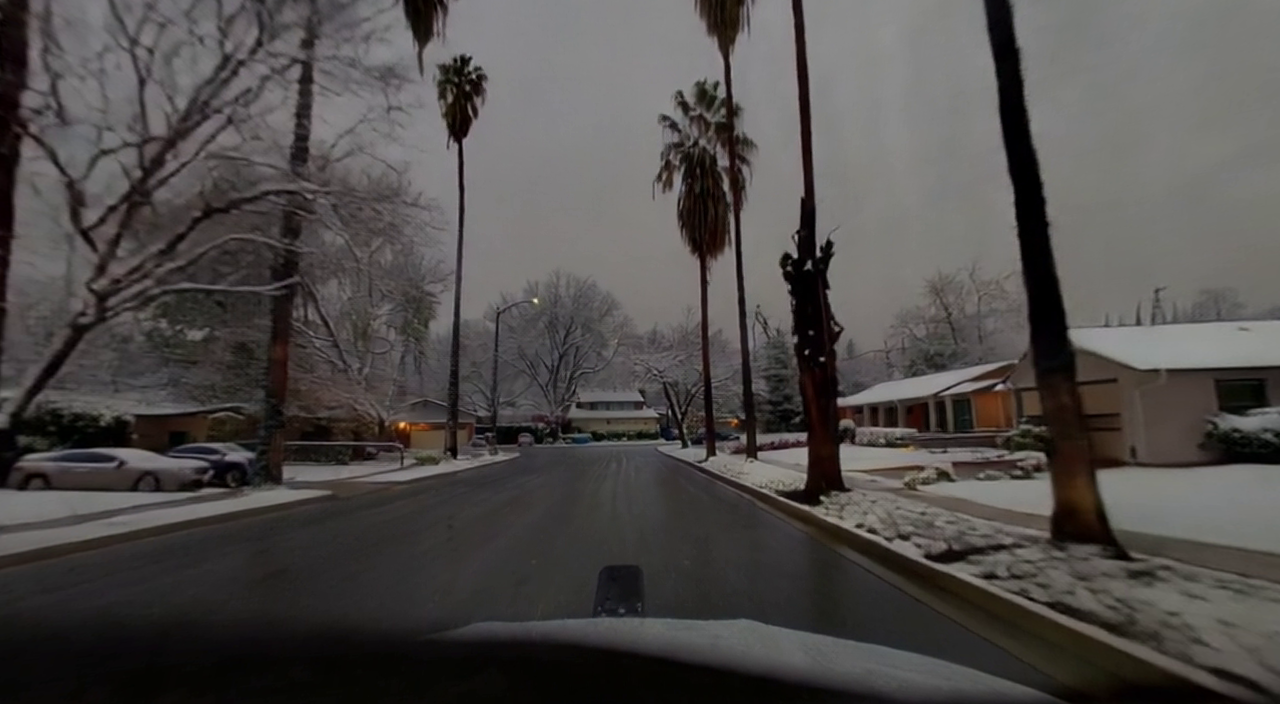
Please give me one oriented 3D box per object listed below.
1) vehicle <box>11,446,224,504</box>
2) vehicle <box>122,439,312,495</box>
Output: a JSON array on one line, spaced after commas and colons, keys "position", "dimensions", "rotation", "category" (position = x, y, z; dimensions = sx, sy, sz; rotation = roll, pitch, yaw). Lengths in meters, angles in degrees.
[{"position": [-15.246, 3.592, 18.681], "dimensions": [4.358, 1.516, 2.077], "rotation": [0, -8, -3], "category": "vehicle"}, {"position": [-14.479, 3.930, 21.888], "dimensions": [5.050, 1.774, 2.031], "rotation": [0, -8, -2], "category": "vehicle"}]
